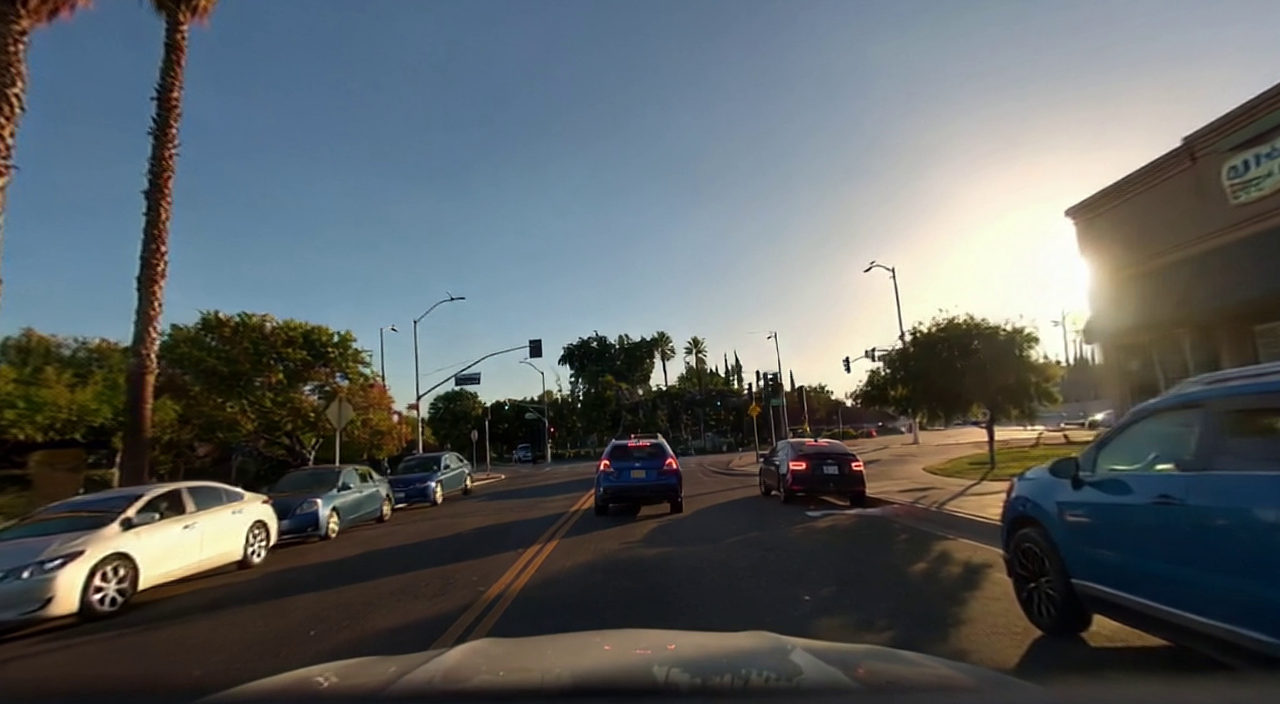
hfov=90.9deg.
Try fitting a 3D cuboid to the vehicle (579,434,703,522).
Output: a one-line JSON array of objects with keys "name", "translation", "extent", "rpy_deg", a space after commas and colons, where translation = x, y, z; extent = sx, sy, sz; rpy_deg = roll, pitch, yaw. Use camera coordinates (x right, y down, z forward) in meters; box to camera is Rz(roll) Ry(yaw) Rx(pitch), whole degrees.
[{"name": "vehicle", "translation": [-0.005, 2.410, 12.647], "extent": [2.060, 1.452, 4.078], "rpy_deg": [0, -8, 0]}]

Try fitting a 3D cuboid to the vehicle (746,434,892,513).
[{"name": "vehicle", "translation": [3.604, 2.518, 13.637], "extent": [1.821, 1.417, 4.454], "rpy_deg": [0, -8, 0]}]

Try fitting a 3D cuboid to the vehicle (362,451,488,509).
[{"name": "vehicle", "translation": [-6.317, 3.804, 19.243], "extent": [2.105, 1.469, 4.693], "rpy_deg": [0, -8, 2]}]

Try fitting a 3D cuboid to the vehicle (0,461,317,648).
[{"name": "vehicle", "translation": [-6.138, 2.166, 7.810], "extent": [1.850, 1.482, 4.454], "rpy_deg": [0, -8, 1]}]

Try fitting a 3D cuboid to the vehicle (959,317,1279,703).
[{"name": "vehicle", "translation": [3.622, 0.753, 2.503], "extent": [2.099, 1.786, 5.198], "rpy_deg": [0, -8, 2]}]
